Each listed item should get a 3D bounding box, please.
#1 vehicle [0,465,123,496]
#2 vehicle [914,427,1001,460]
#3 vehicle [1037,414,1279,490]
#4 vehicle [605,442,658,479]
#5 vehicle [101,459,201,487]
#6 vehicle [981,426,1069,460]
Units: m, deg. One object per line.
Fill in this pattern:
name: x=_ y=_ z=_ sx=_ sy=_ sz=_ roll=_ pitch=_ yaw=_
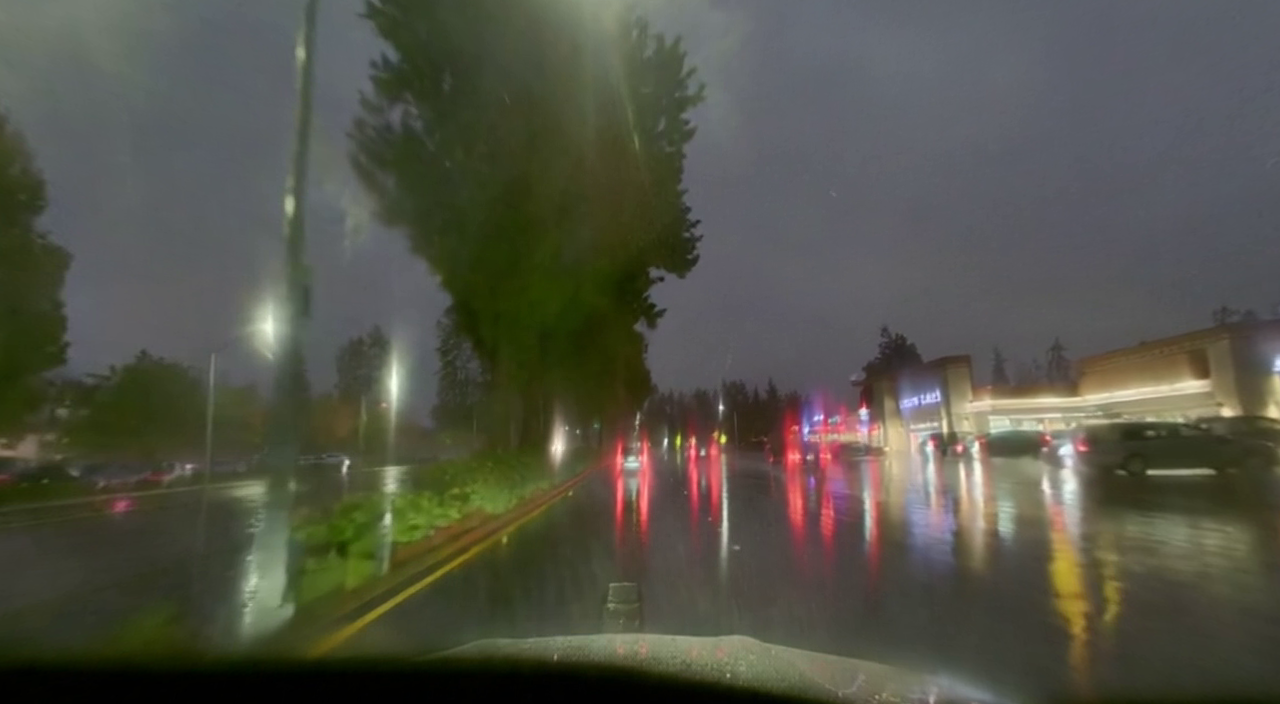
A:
vehicle: x=-30.552 y=6.790 z=33.483 sx=4.497 sy=1.450 sz=2.010 roll=0 pitch=-8 yaw=-1
vehicle: x=20.622 y=6.011 z=41.437 sx=2.356 sy=2.005 sz=6.308 roll=0 pitch=-8 yaw=-1
vehicle: x=16.428 y=3.146 z=20.358 sx=2.454 sy=1.973 sz=7.124 roll=-1 pitch=-8 yaw=-1
vehicle: x=-0.333 y=4.660 z=27.456 sx=2.126 sy=1.475 sz=3.967 roll=0 pitch=-8 yaw=0
vehicle: x=-29.823 y=7.383 z=38.657 sx=4.360 sy=1.606 sz=1.978 roll=0 pitch=-9 yaw=-5
vehicle: x=23.937 y=5.741 z=39.601 sx=2.126 sy=1.971 sz=5.619 roll=-1 pitch=-9 yaw=3
